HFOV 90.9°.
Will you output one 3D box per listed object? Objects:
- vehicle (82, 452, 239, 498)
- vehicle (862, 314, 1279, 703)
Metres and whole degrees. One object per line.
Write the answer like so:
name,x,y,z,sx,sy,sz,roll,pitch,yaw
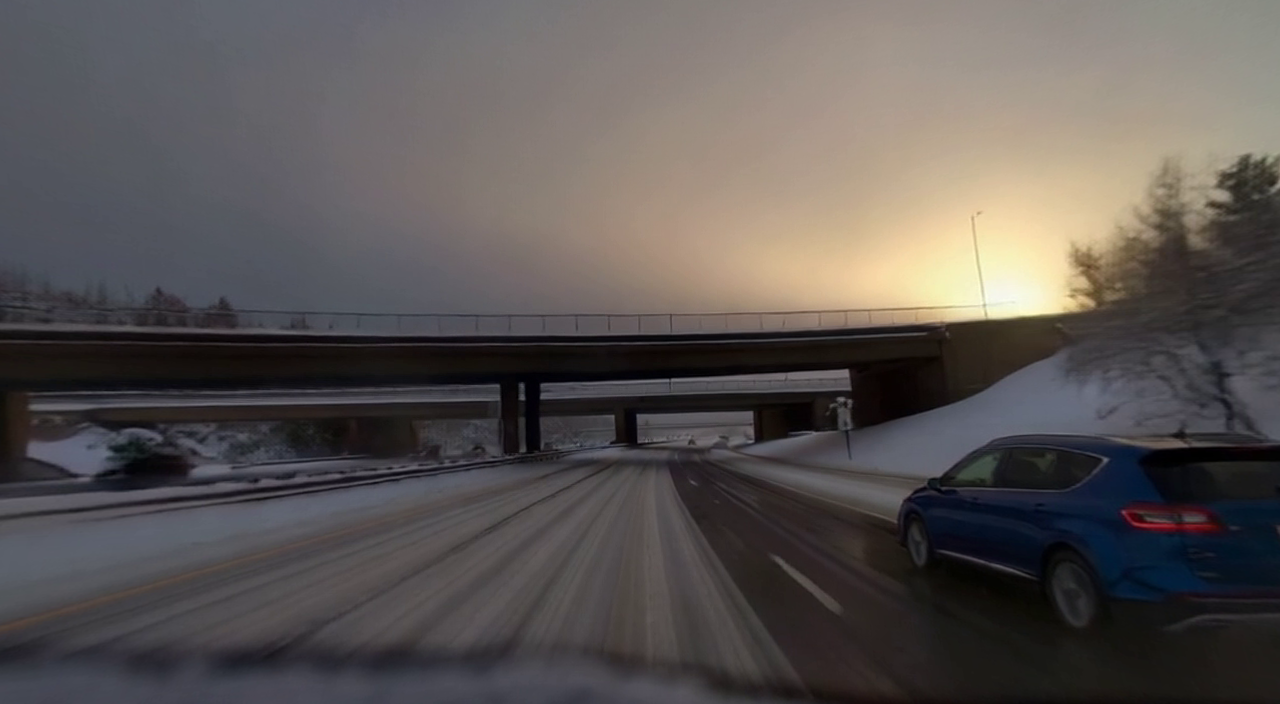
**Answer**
vehicle,-17.565,4.487,23.467,1.979,1.476,4.794,-1,-8,2
vehicle,3.466,1.034,4.645,2.019,1.732,4.579,0,-8,1
